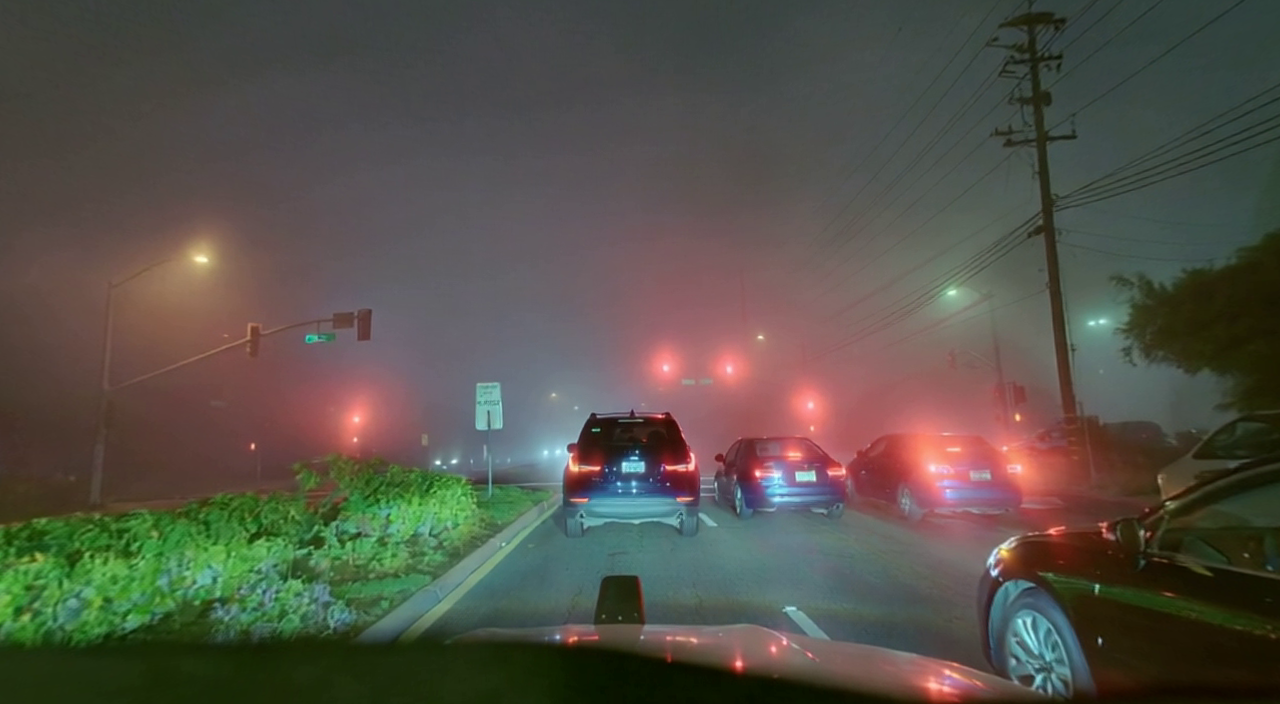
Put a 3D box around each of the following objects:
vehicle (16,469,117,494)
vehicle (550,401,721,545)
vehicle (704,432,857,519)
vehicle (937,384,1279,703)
[{"bbox_3d":[-38.342,8.675,42.331,4.569,1.505,1.992,1,-9,-5],"label":"vehicle"},{"bbox_3d":[-0.125,1.943,10.769,2.236,1.856,4.816,0,-8,-2],"label":"vehicle"},{"bbox_3d":[2.657,2.463,13.155,2.025,1.477,4.333,0,-8,-2],"label":"vehicle"},{"bbox_3d":[2.727,0.778,1.414,2.004,1.460,4.297,0,-8,0],"label":"vehicle"}]
